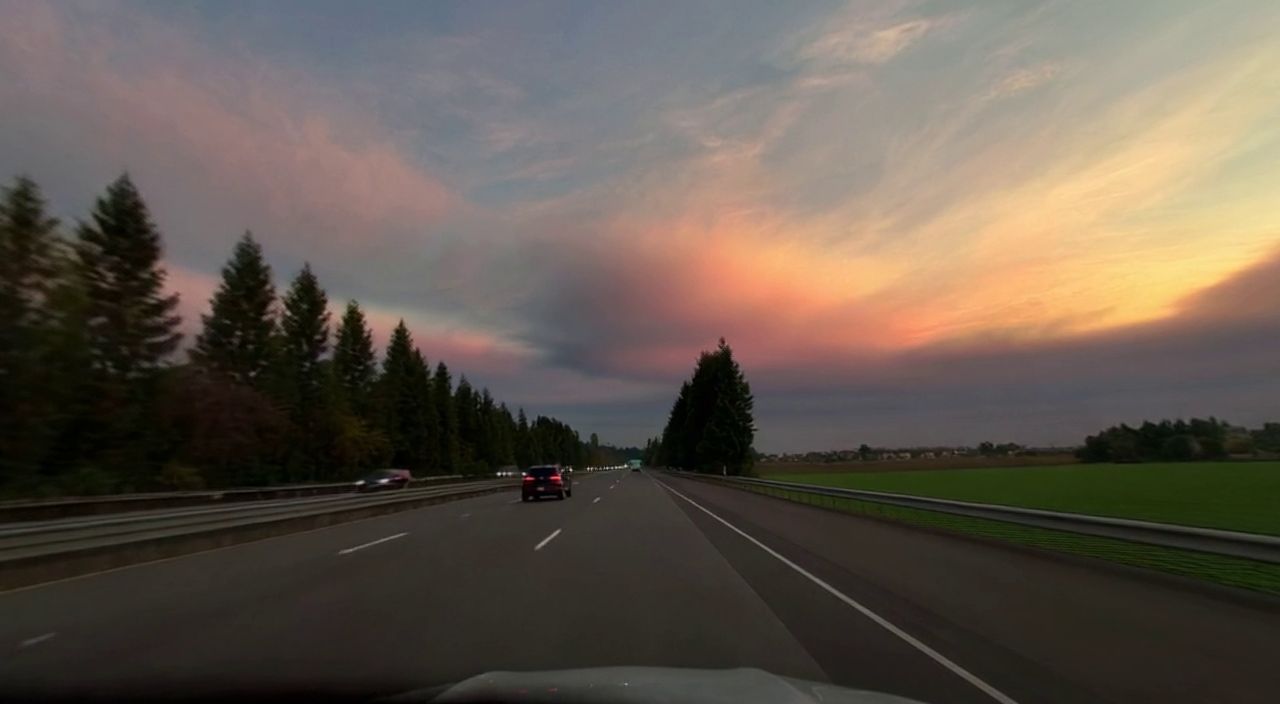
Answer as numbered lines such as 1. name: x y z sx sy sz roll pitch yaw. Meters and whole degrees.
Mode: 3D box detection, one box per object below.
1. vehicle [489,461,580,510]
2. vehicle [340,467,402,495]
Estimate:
1. vehicle: -3.418 4.466 21.414 2.183 1.435 4.653 0 -10 1
2. vehicle: -17.101 8.214 40.255 1.880 1.616 4.522 0 -10 1
